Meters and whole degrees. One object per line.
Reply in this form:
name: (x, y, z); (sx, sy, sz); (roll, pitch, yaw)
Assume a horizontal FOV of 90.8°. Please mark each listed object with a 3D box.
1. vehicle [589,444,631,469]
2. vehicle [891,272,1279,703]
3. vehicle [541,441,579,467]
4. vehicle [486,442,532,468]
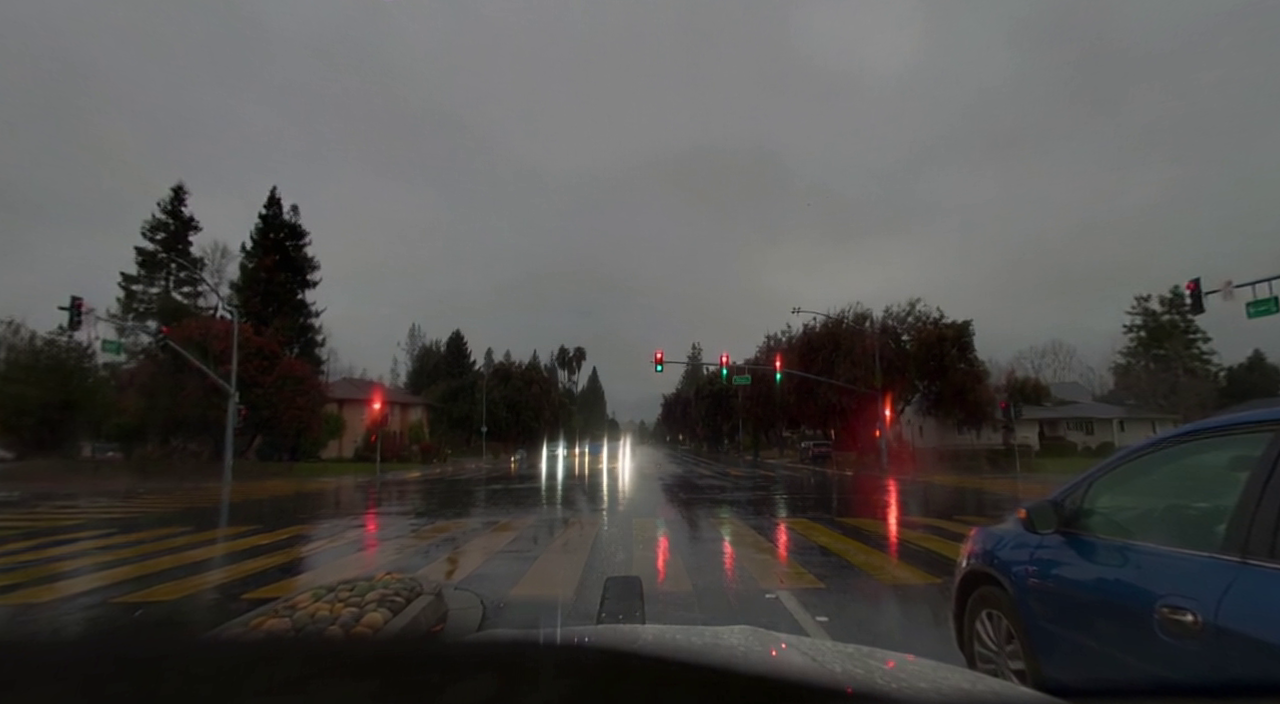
vehicle: (-1.904, 6.450, 39.184); (2.046, 1.491, 4.118); (2, -9, -10)
vehicle: (2.716, 0.711, 1.698); (2.085, 1.800, 4.908); (0, -9, 1)
vehicle: (-5.527, 7.112, 44.309); (2.091, 1.707, 4.157); (0, -9, 0)
vehicle: (-8.938, 7.070, 43.545); (2.028, 1.654, 5.027); (0, -9, 1)
